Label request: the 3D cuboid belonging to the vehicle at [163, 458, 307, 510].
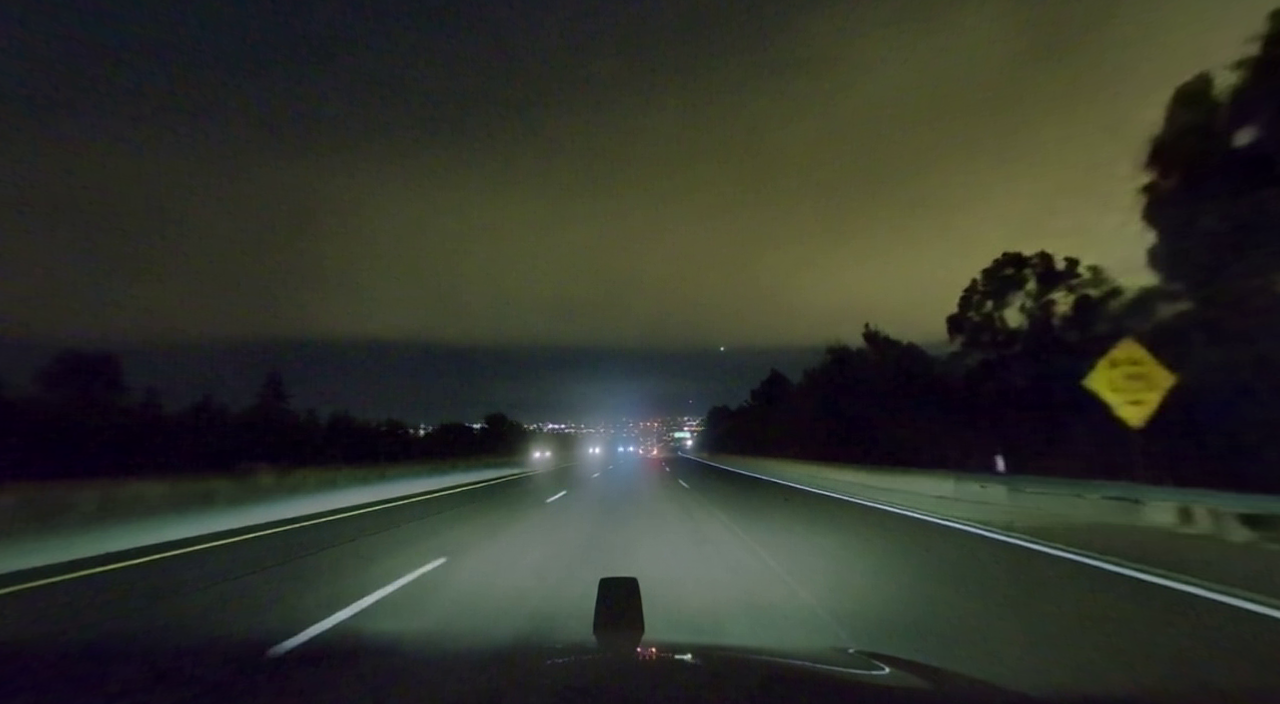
[{"bbox_3d":[-13.866,4.501,22.008,1.938,1.545,4.630,0,-9,0],"label":"vehicle"}]
